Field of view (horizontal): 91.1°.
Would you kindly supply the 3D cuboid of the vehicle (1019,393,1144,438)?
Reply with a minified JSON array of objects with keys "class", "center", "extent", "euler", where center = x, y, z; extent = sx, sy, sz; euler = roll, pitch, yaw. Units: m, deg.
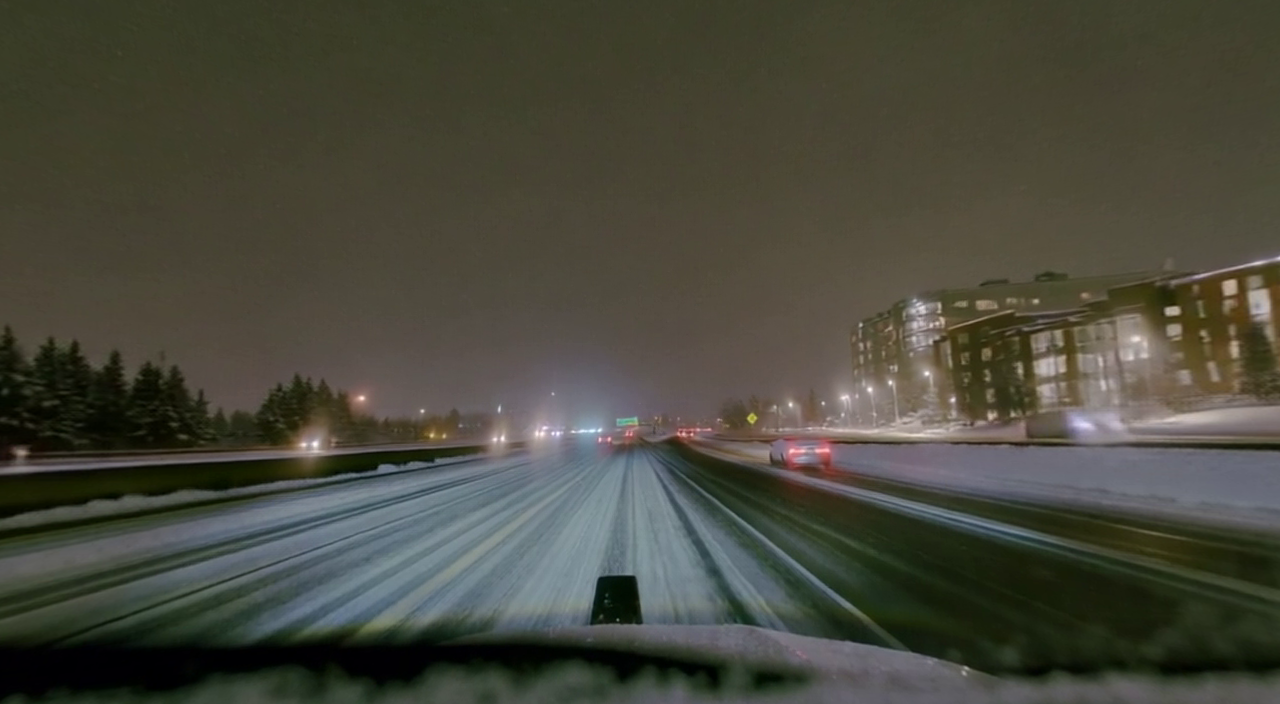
[{"class":"vehicle","center":[19.392,2.906,27.926],"extent":[1.988,1.834,4.810],"euler":[0,-8,-1]}]
